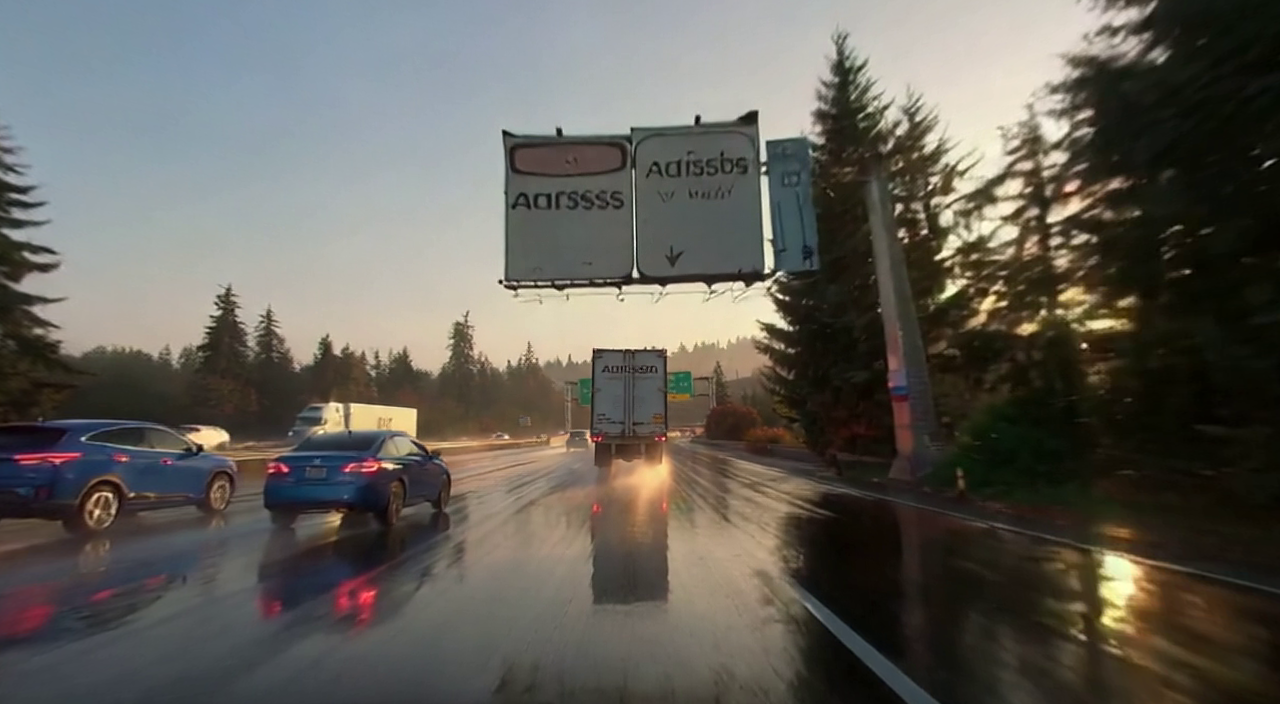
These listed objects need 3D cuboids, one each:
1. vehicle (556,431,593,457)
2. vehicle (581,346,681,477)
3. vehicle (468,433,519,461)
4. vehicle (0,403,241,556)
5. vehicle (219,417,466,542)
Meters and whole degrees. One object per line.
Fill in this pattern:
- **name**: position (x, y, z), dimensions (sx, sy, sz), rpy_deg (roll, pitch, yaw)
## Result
- **vehicle**: position (-4.376, 6.211, 42.685), dimensions (2.104, 1.653, 4.302), rpy_deg (0, -8, -1)
- **vehicle**: position (-0.385, 2.571, 25.207), dimensions (3.118, 4.106, 10.719), rpy_deg (0, -8, -1)
- **vehicle**: position (-8.526, 5.525, 36.921), dimensions (1.976, 1.510, 4.604), rpy_deg (0, -8, -1)
- **vehicle**: position (-7.994, 1.666, 8.926), dimensions (1.990, 1.654, 4.129), rpy_deg (0, -8, -1)
- **vehicle**: position (-4.155, 1.815, 9.623), dimensions (1.933, 1.492, 3.838), rpy_deg (0, -8, -1)
